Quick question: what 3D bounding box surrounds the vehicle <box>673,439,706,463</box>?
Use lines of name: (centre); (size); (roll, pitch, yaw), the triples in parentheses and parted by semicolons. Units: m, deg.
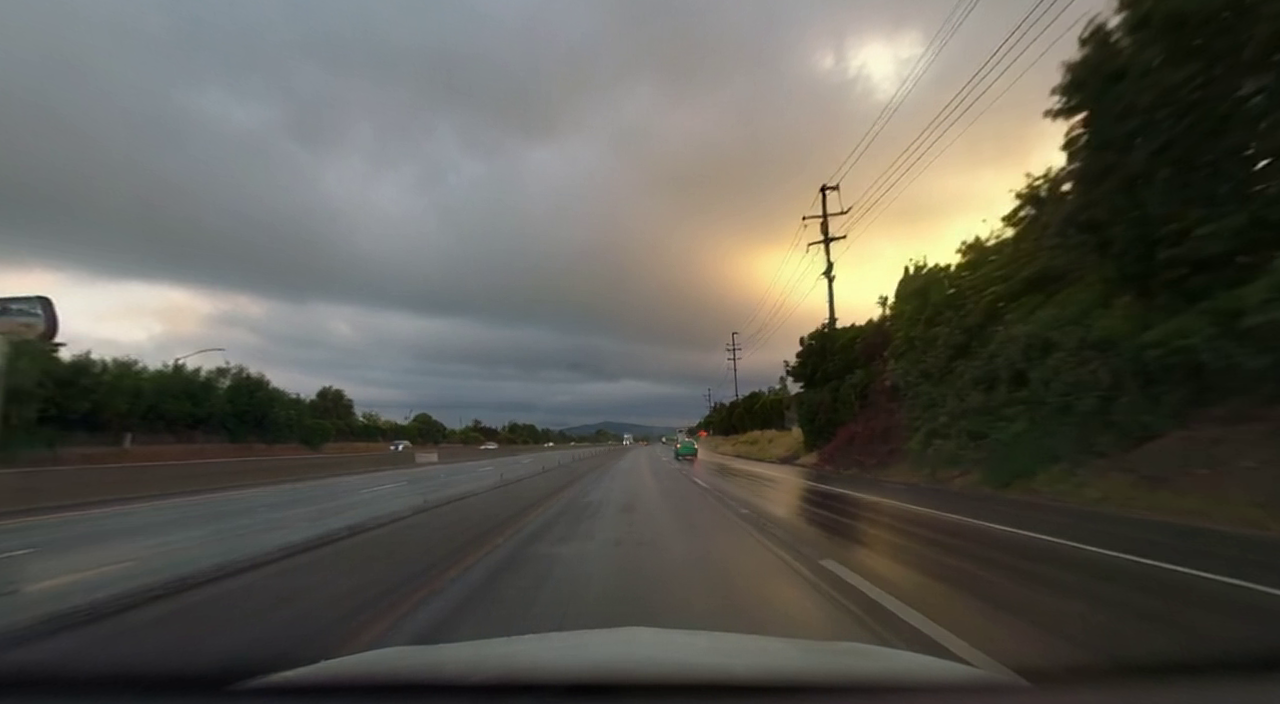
vehicle: (3.429, 6.958, 44.542); (1.977, 1.581, 4.428); (0, -8, 0)
